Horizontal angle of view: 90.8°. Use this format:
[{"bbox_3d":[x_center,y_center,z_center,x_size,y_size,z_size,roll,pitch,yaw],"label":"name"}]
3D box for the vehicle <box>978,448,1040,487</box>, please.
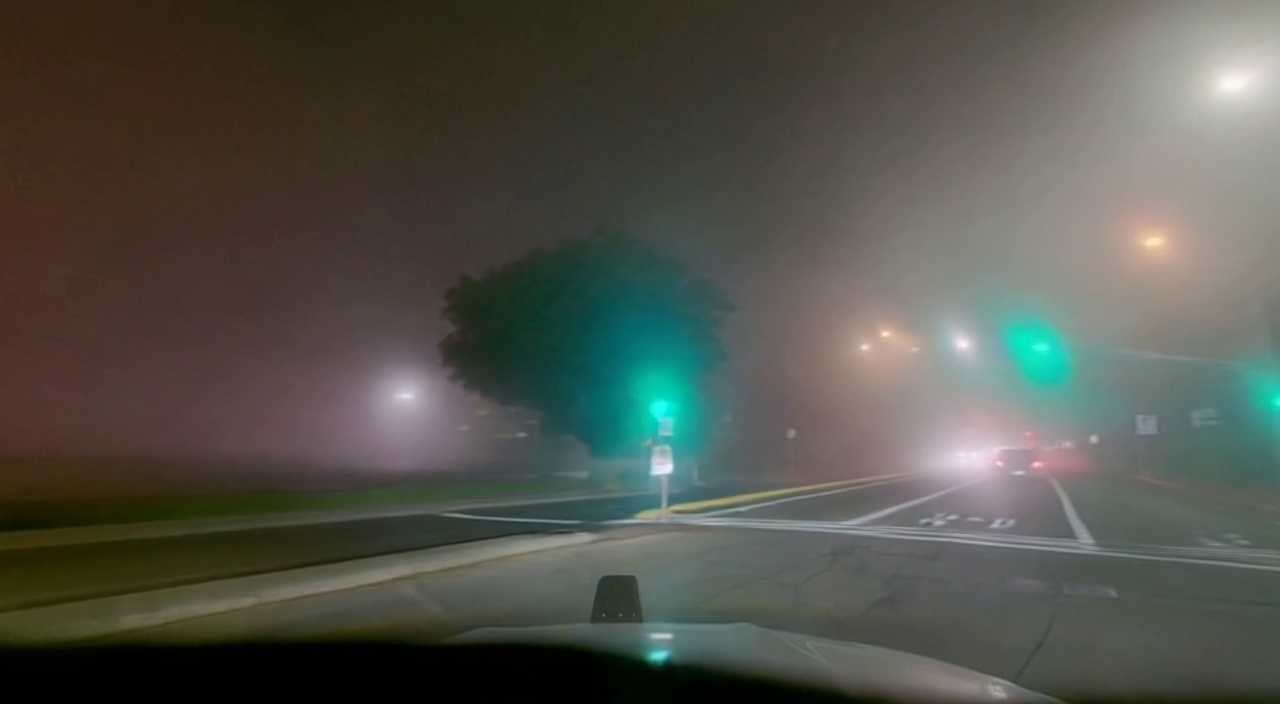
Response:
[{"bbox_3d":[17.757,5.447,30.285,2.218,1.657,4.551,-5,-10,33],"label":"vehicle"}]
